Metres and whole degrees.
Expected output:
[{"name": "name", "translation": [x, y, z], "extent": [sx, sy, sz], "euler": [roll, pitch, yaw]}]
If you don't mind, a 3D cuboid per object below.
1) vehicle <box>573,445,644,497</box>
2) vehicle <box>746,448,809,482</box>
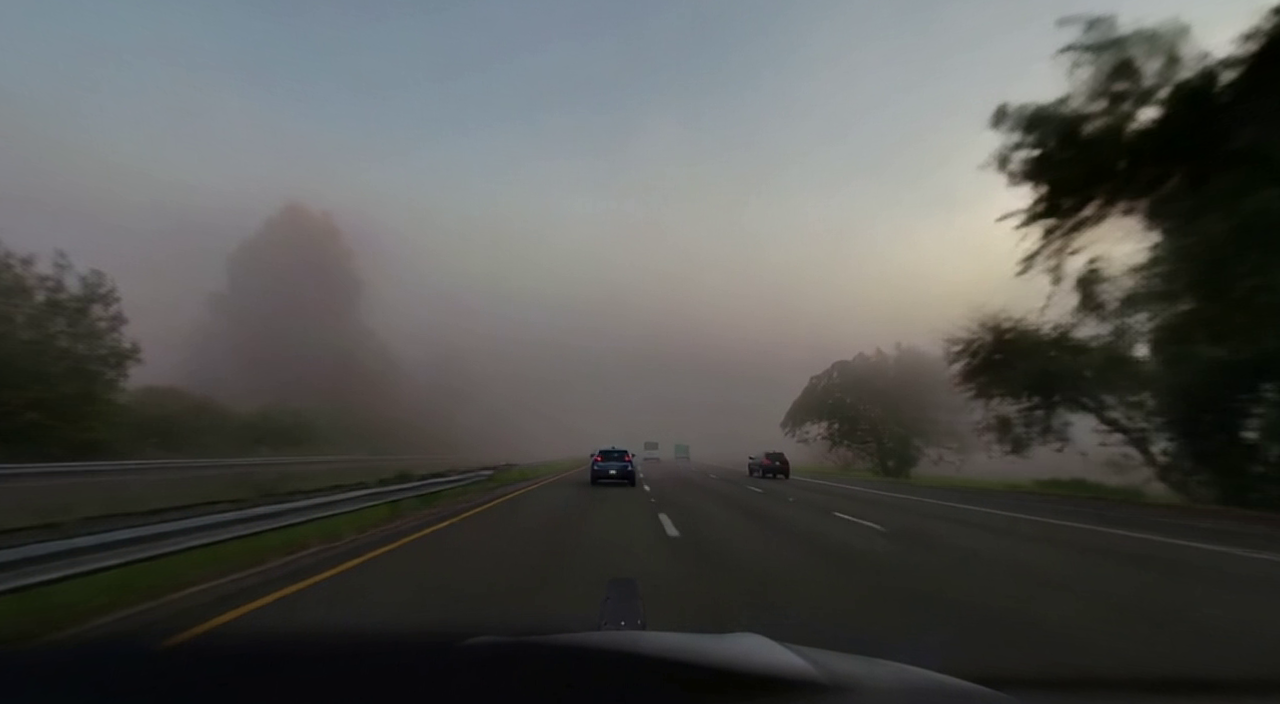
[{"name": "vehicle", "translation": [-0.968, 3.770, 20.397], "extent": [2.053, 1.483, 4.185], "euler": [0, -9, -2]}, {"name": "vehicle", "translation": [6.287, 5.194, 29.213], "extent": [1.926, 1.483, 3.528], "euler": [0, -9, -3]}]
